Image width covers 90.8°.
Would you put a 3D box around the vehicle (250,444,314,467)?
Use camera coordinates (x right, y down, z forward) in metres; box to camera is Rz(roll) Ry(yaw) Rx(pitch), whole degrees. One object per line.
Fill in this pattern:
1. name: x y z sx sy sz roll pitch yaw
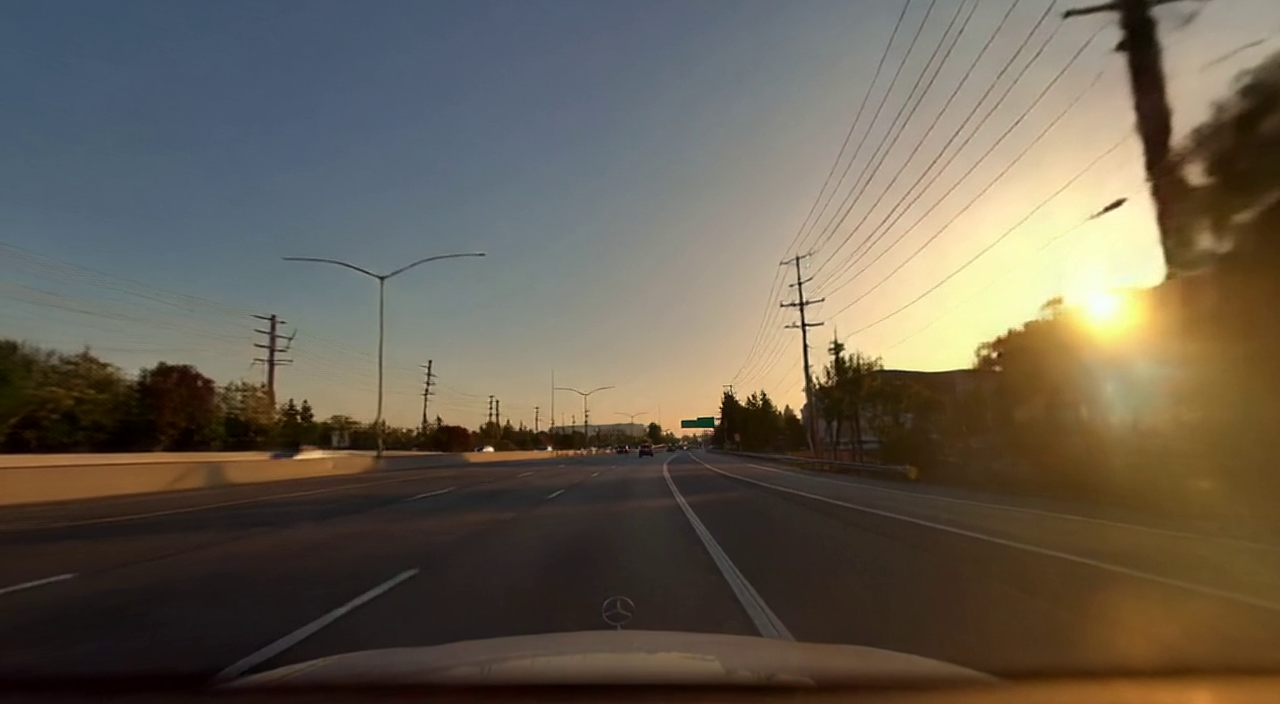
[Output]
1. vehicle: -27.381 7.885 48.491 2.034 1.642 4.759 0 -8 2
